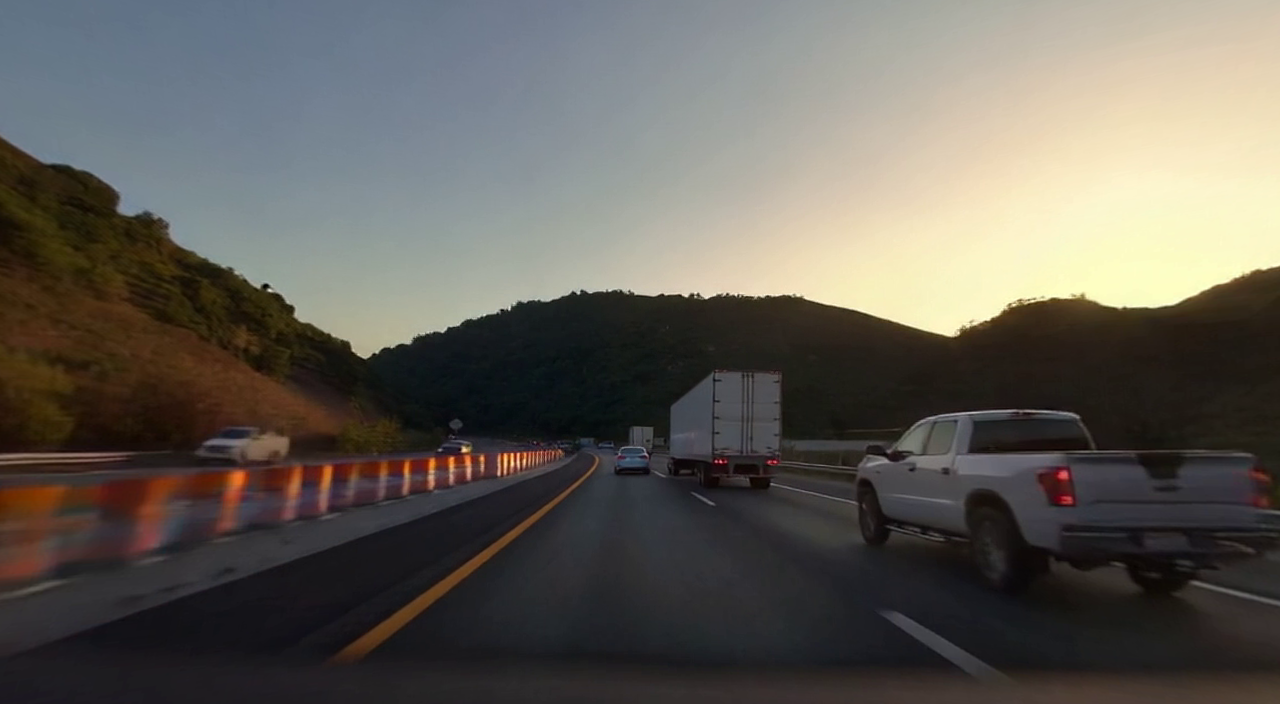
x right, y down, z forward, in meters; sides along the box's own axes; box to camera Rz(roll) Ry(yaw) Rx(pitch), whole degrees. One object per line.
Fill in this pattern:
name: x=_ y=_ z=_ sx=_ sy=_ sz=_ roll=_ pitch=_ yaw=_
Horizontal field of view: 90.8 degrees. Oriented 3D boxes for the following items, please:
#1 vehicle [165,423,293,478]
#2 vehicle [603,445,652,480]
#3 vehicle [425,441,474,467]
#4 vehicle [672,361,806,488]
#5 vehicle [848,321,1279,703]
vehicle: x=-15.497 y=3.758 z=24.163 sx=1.961 sy=1.903 sz=4.375 roll=0 pitch=-9 yaw=-1
vehicle: x=-0.607 y=4.855 z=27.893 sx=2.029 sy=1.437 sz=3.794 roll=0 pitch=-9 yaw=-3
vehicle: x=-11.706 y=6.318 z=39.051 sx=1.803 sy=1.471 sz=4.299 roll=0 pitch=-9 yaw=-1
vehicle: x=3.540 y=3.447 z=27.615 sx=2.911 sy=4.099 sz=14.578 roll=0 pitch=-9 yaw=-2
vehicle: x=3.900 y=1.212 z=5.859 sx=2.034 sy=1.968 sz=5.221 roll=0 pitch=-9 yaw=-1
